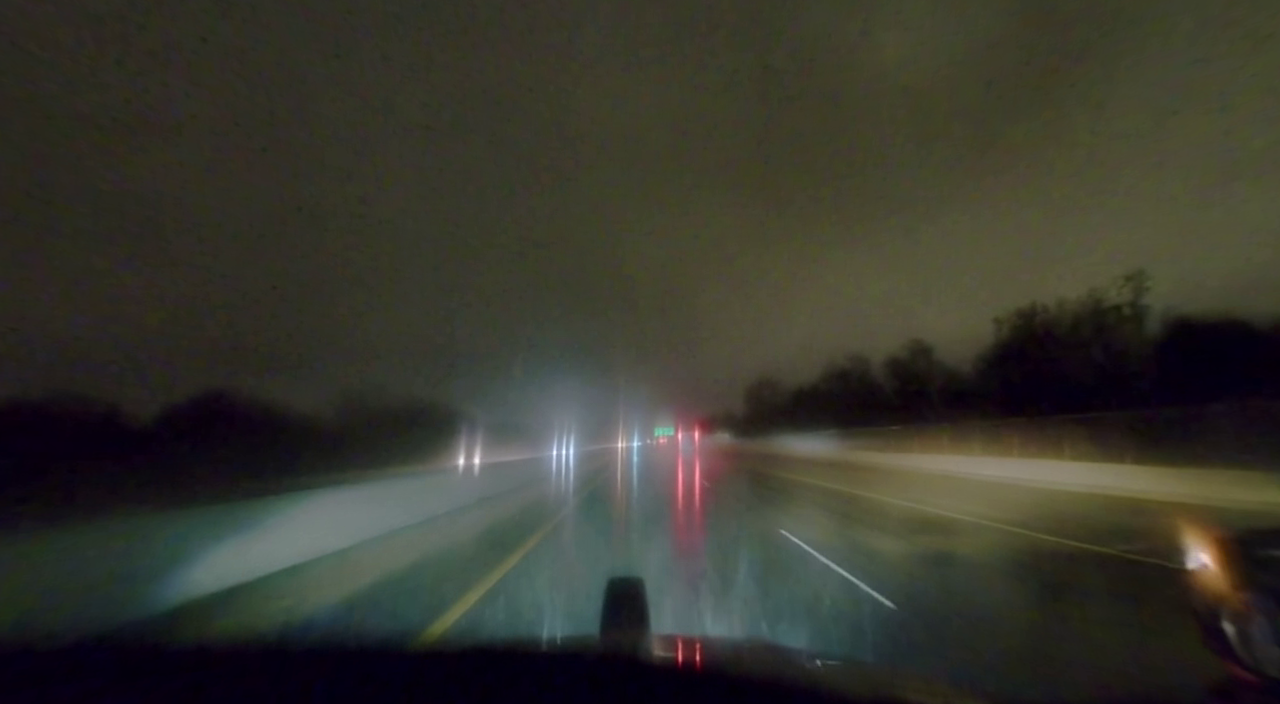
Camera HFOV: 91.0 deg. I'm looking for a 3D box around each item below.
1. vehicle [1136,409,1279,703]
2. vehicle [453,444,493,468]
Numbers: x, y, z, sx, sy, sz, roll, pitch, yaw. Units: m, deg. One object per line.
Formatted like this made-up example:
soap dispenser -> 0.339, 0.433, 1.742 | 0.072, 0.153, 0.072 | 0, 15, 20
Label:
vehicle -> 3.513, 0.766, 1.389 | 1.683, 1.400, 3.868 | 0, -8, 1
vehicle -> -12.700, 7.883, 48.044 | 1.793, 1.686, 4.412 | 0, -8, 1
